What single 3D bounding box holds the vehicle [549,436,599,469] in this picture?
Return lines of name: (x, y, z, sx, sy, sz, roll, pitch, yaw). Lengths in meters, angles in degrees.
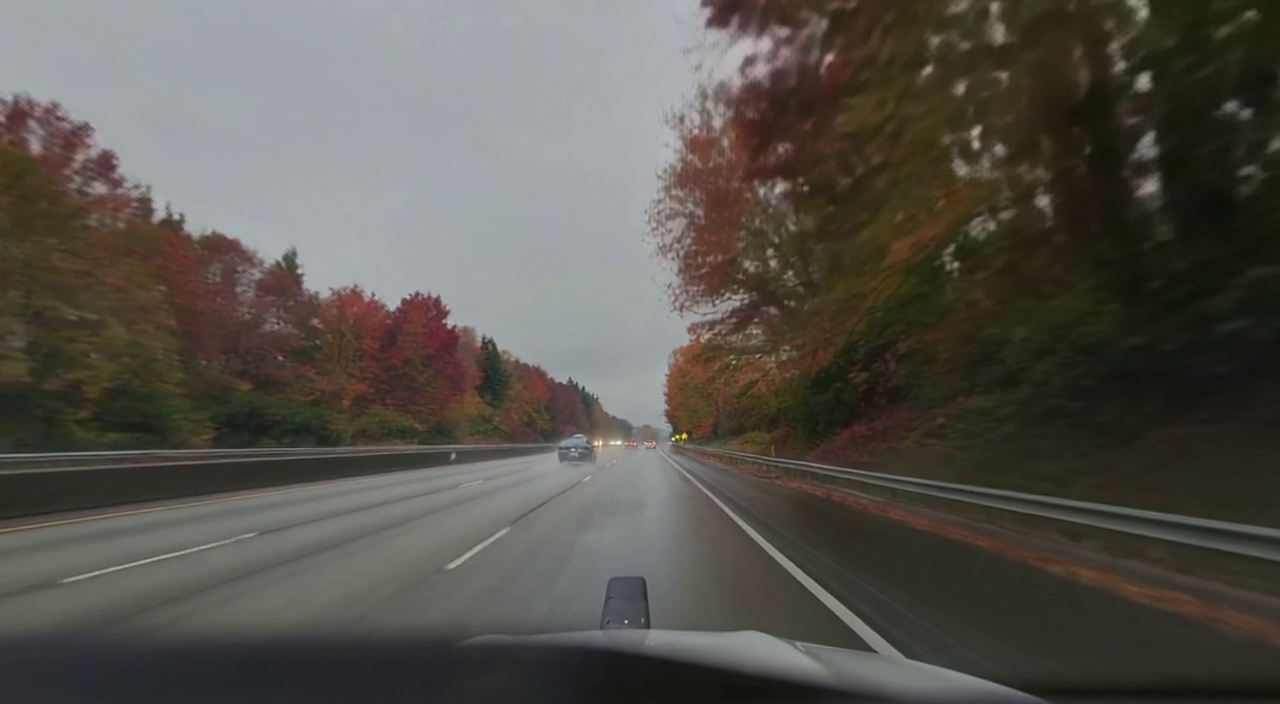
vehicle: (-3.472, 5.416, 34.119, 2.123, 1.643, 4.479, 0, -8, 1)
